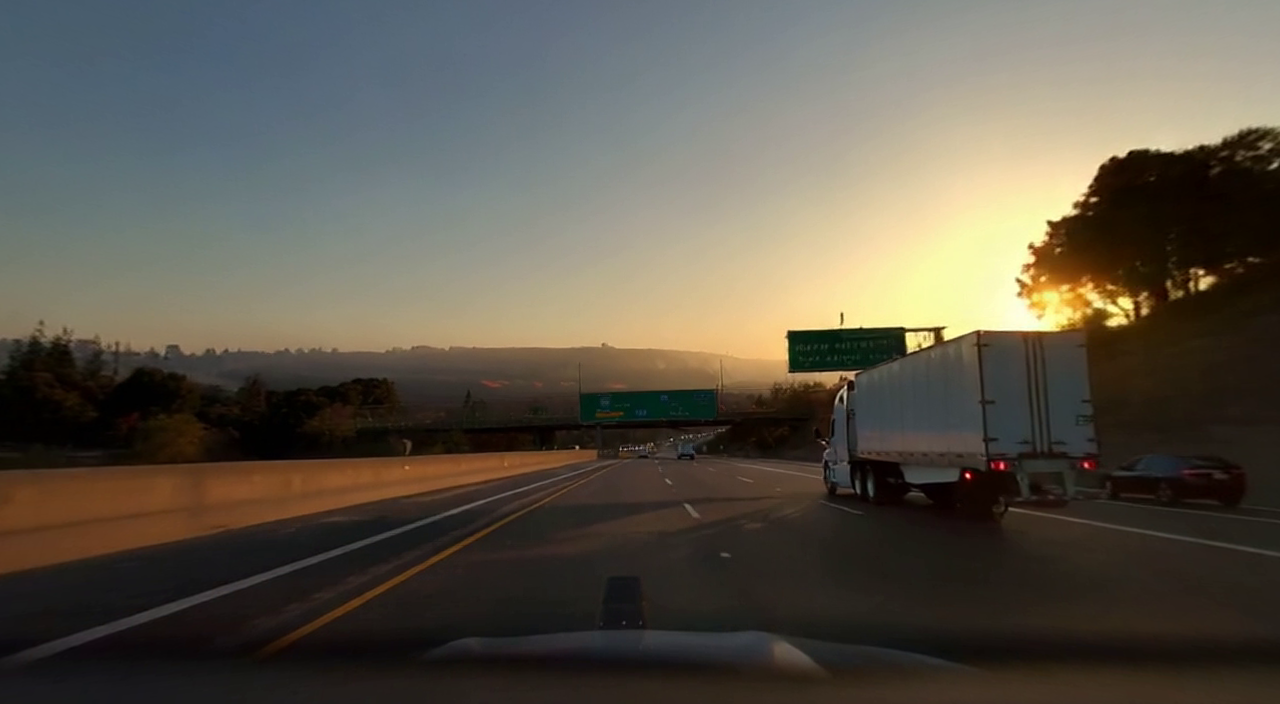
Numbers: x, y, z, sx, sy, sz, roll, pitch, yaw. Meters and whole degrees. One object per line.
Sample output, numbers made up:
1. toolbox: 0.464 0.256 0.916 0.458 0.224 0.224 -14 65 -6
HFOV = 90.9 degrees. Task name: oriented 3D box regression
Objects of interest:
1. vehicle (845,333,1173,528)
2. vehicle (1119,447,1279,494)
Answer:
1. vehicle: 7.249 1.839 14.116 2.690 3.197 7.515 0 -9 0
2. vehicle: 19.200 4.050 21.899 1.785 1.437 4.102 0 -9 -1
